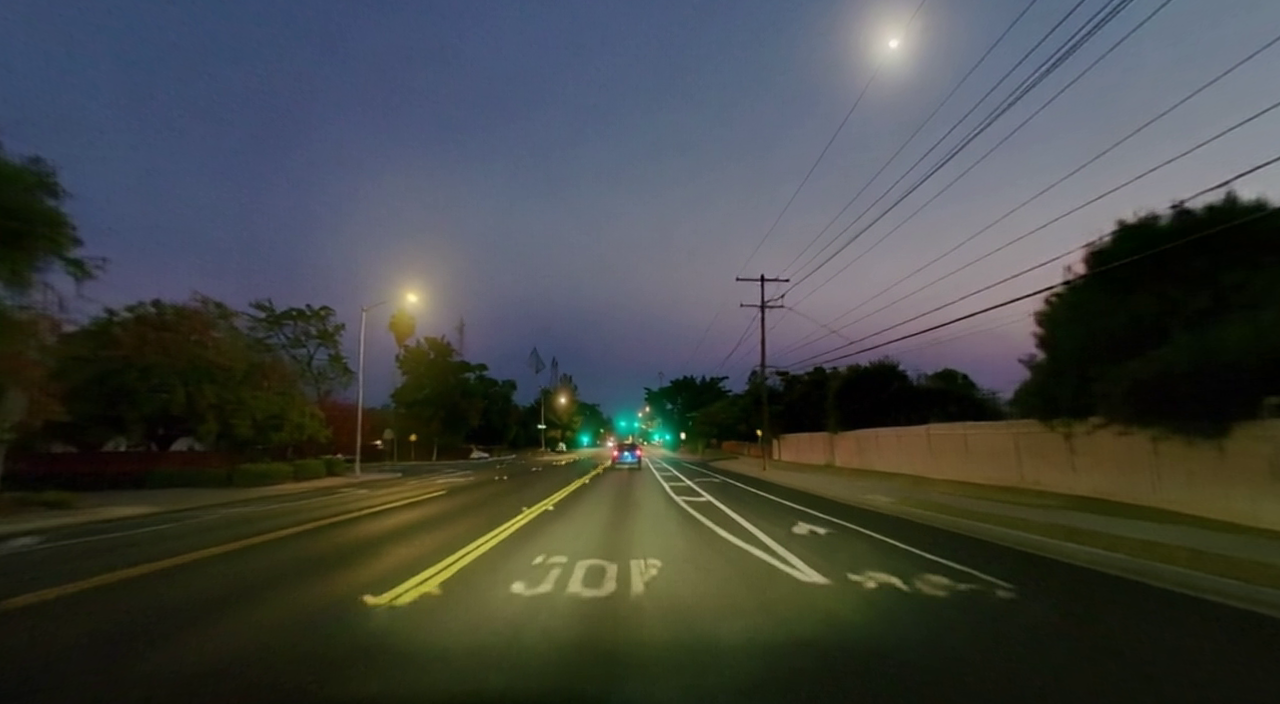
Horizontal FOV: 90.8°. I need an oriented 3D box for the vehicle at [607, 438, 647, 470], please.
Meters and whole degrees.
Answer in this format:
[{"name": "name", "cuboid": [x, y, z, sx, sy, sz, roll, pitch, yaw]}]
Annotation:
[{"name": "vehicle", "cuboid": [-0.718, 5.745, 35.812, 2.139, 1.699, 3.916, 0, -8, -1]}]
